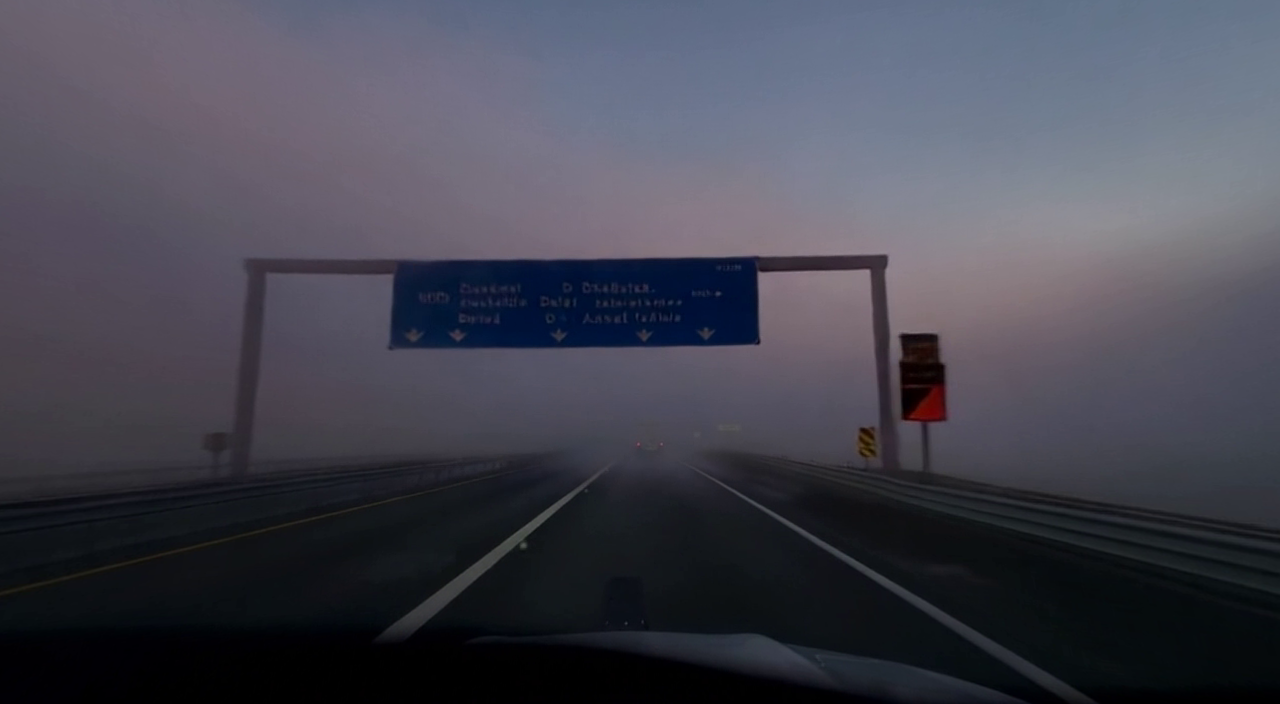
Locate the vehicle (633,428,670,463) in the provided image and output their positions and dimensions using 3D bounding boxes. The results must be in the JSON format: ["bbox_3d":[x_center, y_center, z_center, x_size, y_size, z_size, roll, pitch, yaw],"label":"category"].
[{"bbox_3d":[0.743,5.997,40.363,2.277,2.109,4.922,0,-8,1],"label":"vehicle"}]
